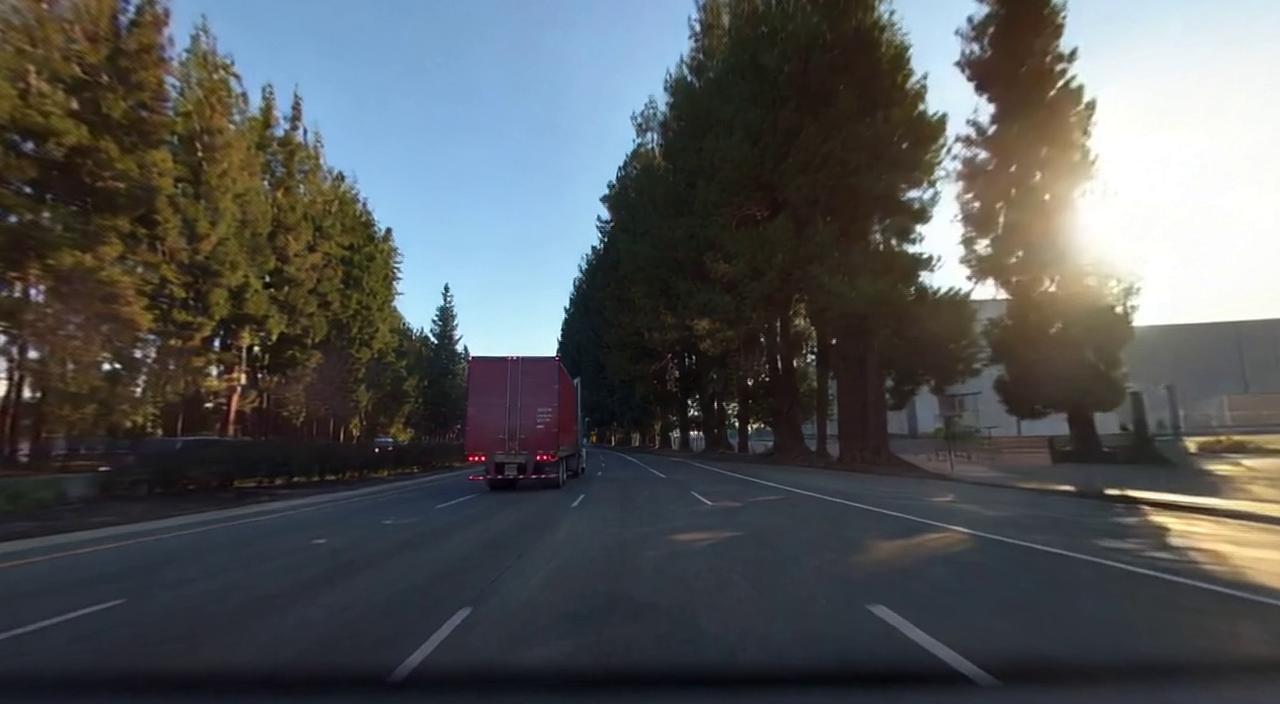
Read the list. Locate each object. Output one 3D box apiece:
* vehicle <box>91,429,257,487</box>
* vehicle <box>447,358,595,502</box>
[{"bbox_3d":[-15.122,3.449,20.934,2.157,1.680,4.524,0,-8,-2],"label":"vehicle"},{"bbox_3d":[-3.135,2.452,19.357,2.910,3.419,8.376,0,-8,0],"label":"vehicle"}]
